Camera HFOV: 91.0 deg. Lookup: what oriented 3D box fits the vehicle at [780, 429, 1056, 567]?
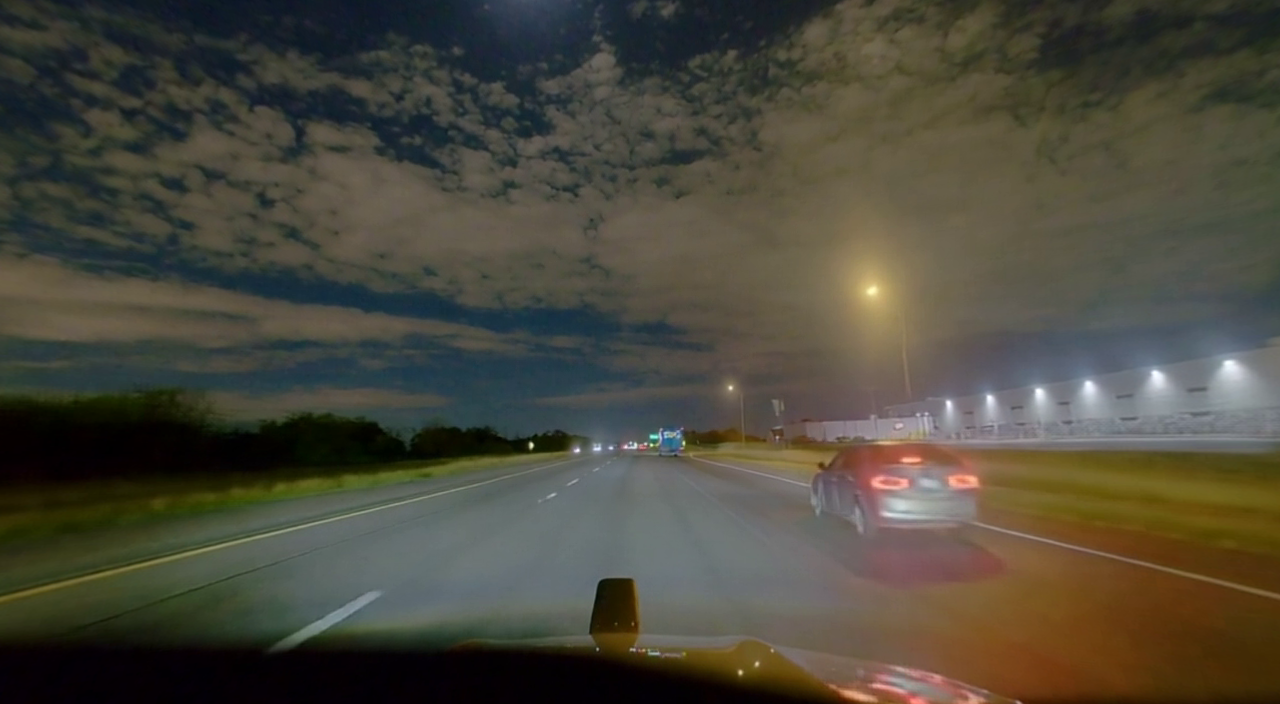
[{"bbox_3d":[3.507,1.902,8.944,2.048,1.482,3.956,0,-8,-1],"label":"vehicle"}]
